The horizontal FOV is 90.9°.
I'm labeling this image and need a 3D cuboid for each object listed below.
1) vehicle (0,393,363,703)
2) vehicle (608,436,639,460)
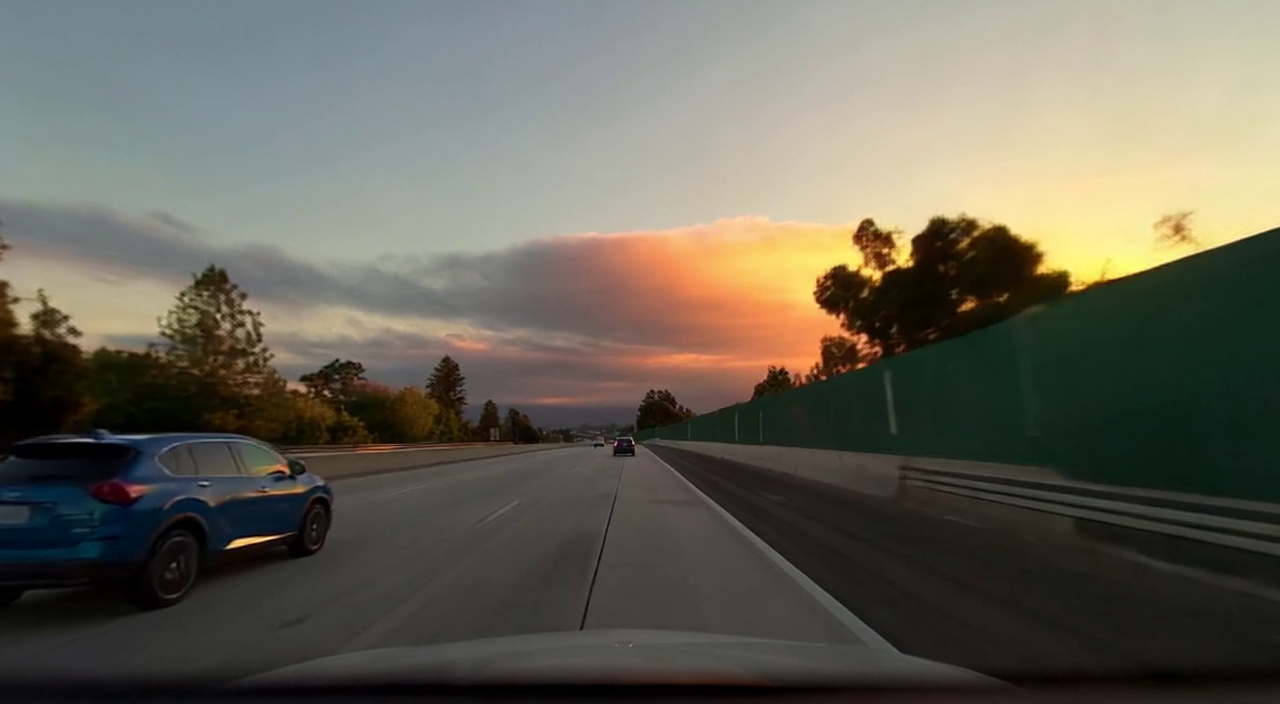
[{"bbox_3d":[-4.242,1.213,4.853,2.072,1.545,4.767,0,-8,0],"label":"vehicle"},{"bbox_3d":[-1.018,5.984,39.463,1.836,1.450,3.519,0,-8,-1],"label":"vehicle"}]
